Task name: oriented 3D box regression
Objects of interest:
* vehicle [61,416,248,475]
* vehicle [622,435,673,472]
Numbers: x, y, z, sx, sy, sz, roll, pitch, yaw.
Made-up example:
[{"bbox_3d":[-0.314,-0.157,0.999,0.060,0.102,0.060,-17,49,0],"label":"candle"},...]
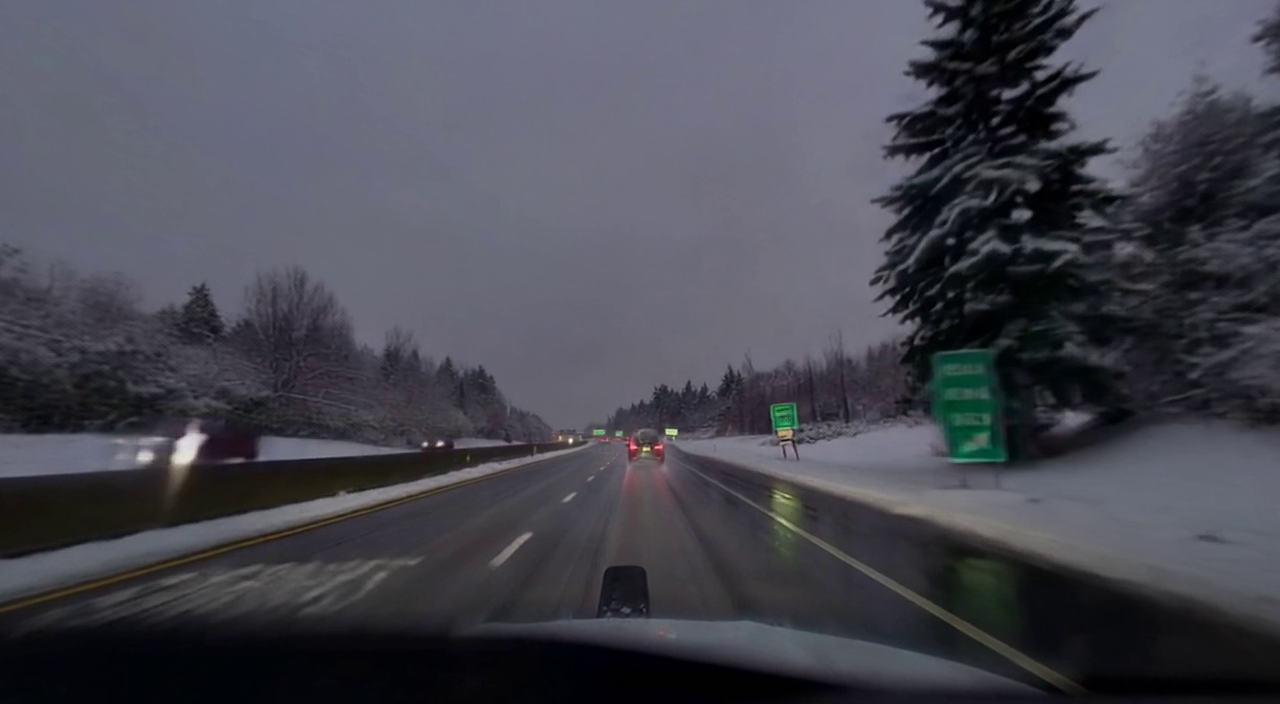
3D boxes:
[{"bbox_3d":[-14.411,2.822,19.112,1.880,1.535,4.651,0,-8,1],"label":"vehicle"},{"bbox_3d":[0.324,4.519,28.260,2.130,1.512,4.057,0,-8,0],"label":"vehicle"}]
